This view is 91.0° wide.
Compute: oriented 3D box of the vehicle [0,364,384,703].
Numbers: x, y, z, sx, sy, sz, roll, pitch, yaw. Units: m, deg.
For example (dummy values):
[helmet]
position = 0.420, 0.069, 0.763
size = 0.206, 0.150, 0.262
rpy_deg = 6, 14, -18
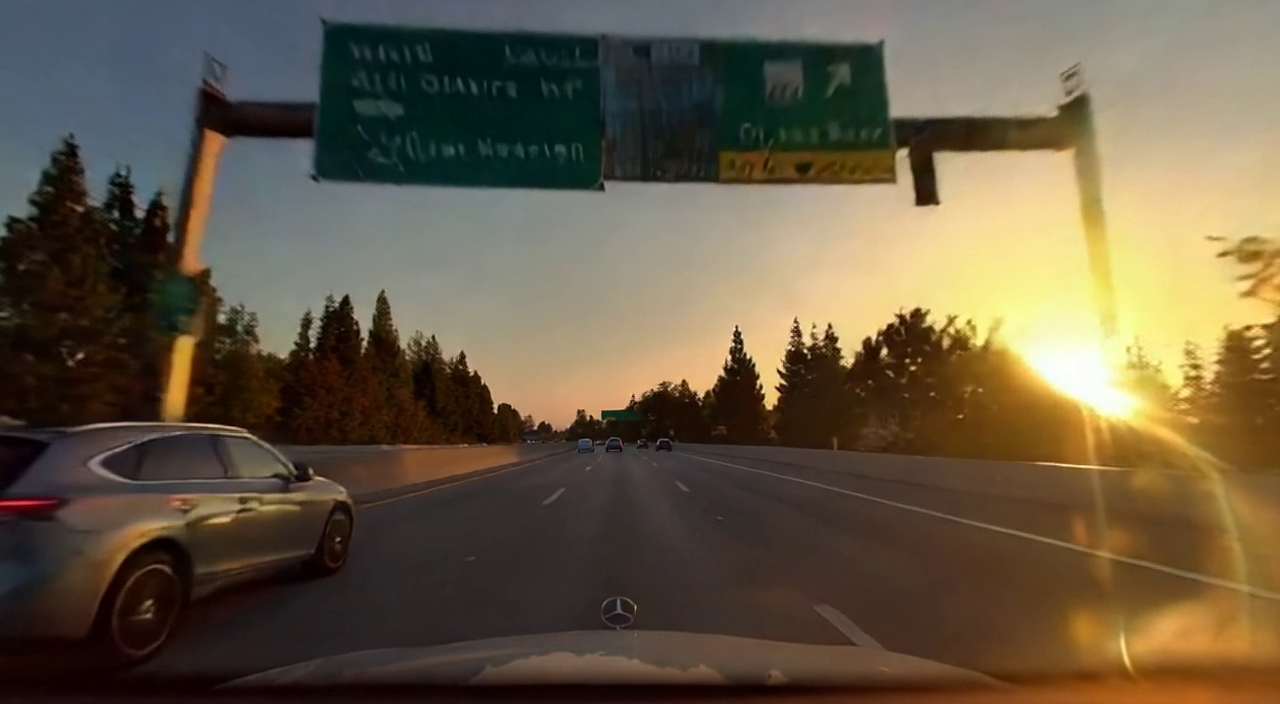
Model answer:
[vehicle]
position = -3.760, 1.161, 4.513
size = 2.074, 1.652, 4.273
rpy_deg = 0, -8, -1
